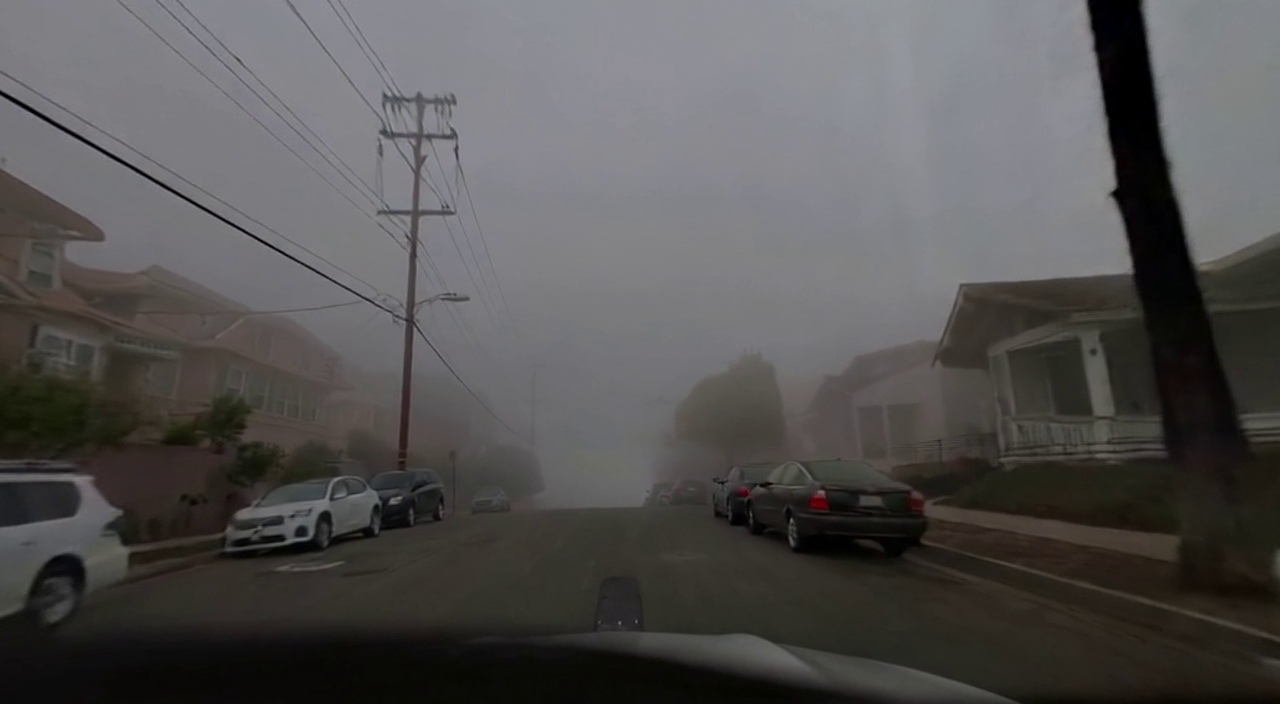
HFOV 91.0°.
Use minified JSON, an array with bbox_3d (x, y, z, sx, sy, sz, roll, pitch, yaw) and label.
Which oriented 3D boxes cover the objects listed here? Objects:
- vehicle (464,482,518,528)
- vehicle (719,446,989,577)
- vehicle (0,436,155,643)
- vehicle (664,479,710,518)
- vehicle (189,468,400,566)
[{"bbox_3d":[-7.557,7.780,32.372,1.933,1.824,5.142,0,-8,-5],"label":"vehicle"},{"bbox_3d":[2.844,2.222,9.805,2.212,1.476,4.678,1,-8,-5],"label":"vehicle"},{"bbox_3d":[-6.208,1.479,4.671,1.887,1.706,4.411,0,-8,-4],"label":"vehicle"},{"bbox_3d":[2.104,6.739,29.257,1.756,1.455,3.965,0,-8,-1],"label":"vehicle"},{"bbox_3d":[-6.706,3.213,12.911,1.960,1.437,4.454,0,-8,-3],"label":"vehicle"}]
